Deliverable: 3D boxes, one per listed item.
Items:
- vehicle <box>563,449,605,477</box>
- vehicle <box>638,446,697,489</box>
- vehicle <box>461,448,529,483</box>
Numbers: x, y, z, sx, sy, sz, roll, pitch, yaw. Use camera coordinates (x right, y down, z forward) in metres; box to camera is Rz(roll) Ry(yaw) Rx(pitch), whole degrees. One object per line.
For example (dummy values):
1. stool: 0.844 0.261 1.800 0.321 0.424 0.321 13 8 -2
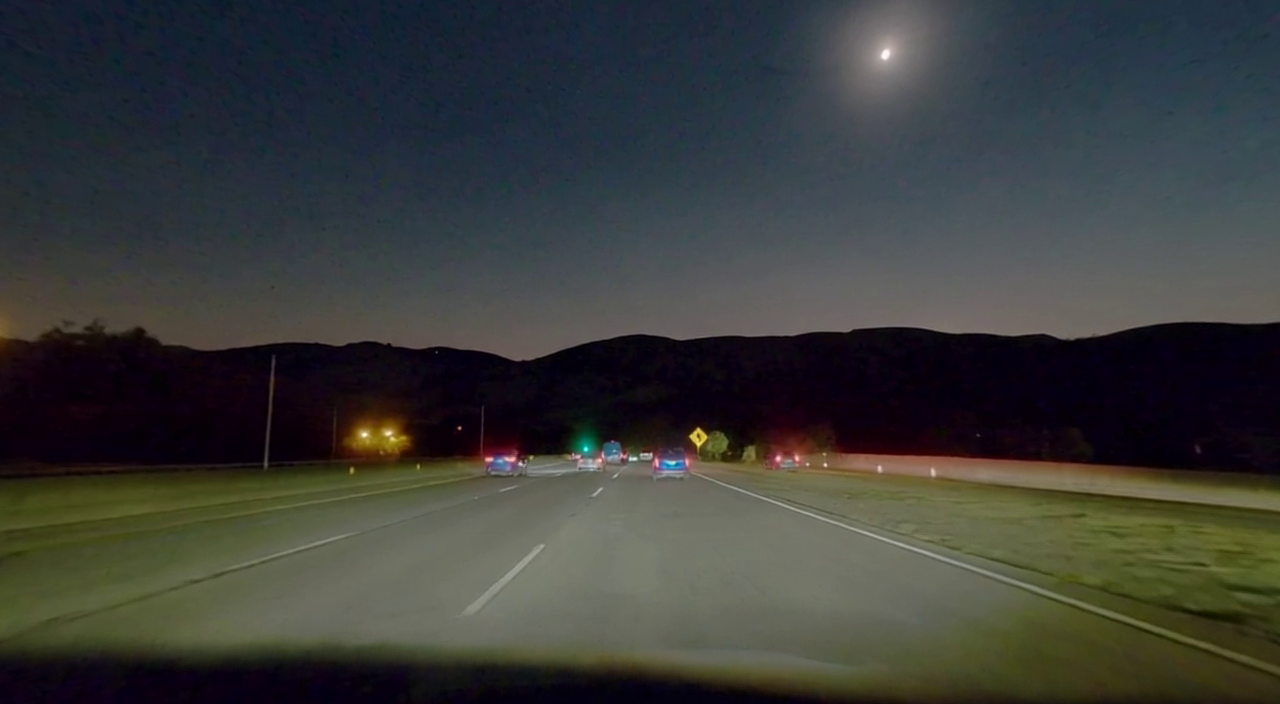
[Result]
1. vehicle: -3.195 6.418 36.771 1.990 1.501 4.250 0 -9 1
2. vehicle: 0.979 4.465 24.739 2.050 1.491 4.362 0 -9 -1
3. vehicle: -6.750 5.305 29.909 2.012 1.504 4.729 0 -9 1
